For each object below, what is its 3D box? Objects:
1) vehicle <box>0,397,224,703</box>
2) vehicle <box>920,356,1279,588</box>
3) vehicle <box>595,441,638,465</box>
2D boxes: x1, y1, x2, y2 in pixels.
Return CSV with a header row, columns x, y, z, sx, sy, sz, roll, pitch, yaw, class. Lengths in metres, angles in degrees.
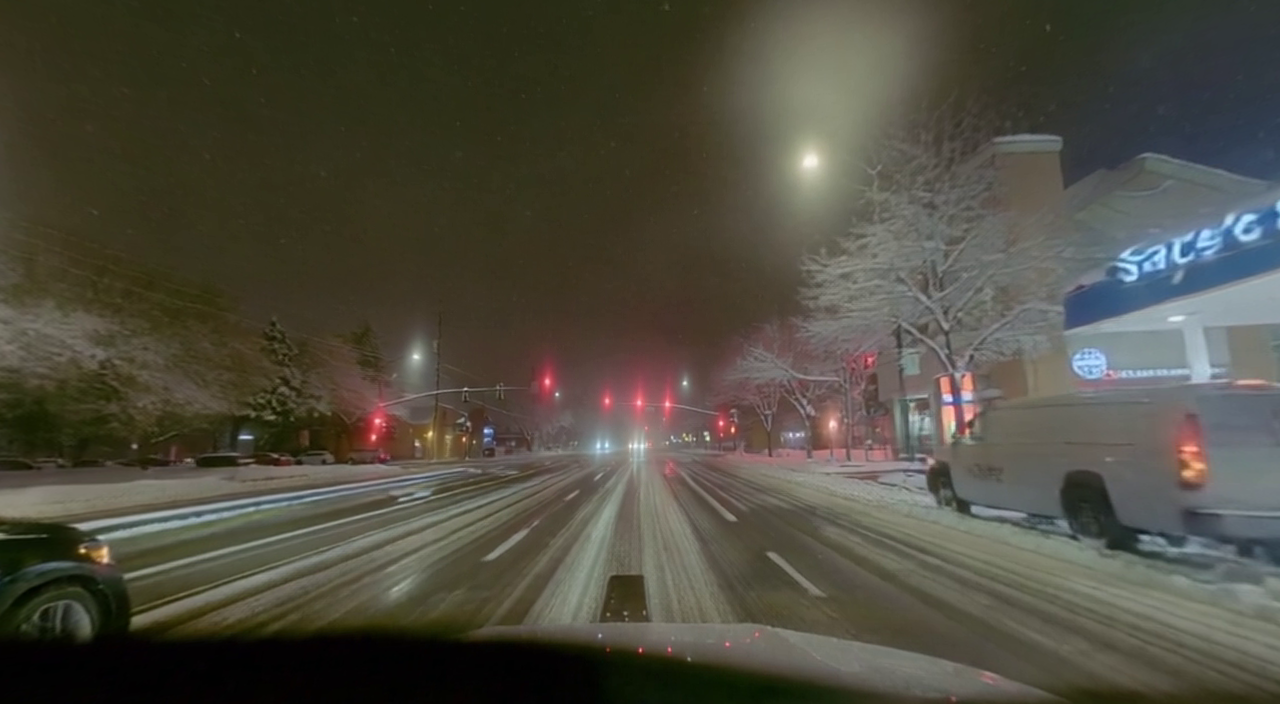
x,y,z,sx,sy,sz,roll,pitch,yaw,class
-3.445,0.775,1.412,2.018,1.470,4.346,0,-8,0,vehicle
7.185,1.659,9.650,2.764,2.327,6.492,0,-8,0,vehicle
-1.476,6.506,40.951,2.082,1.460,4.442,-1,-8,7,vehicle
